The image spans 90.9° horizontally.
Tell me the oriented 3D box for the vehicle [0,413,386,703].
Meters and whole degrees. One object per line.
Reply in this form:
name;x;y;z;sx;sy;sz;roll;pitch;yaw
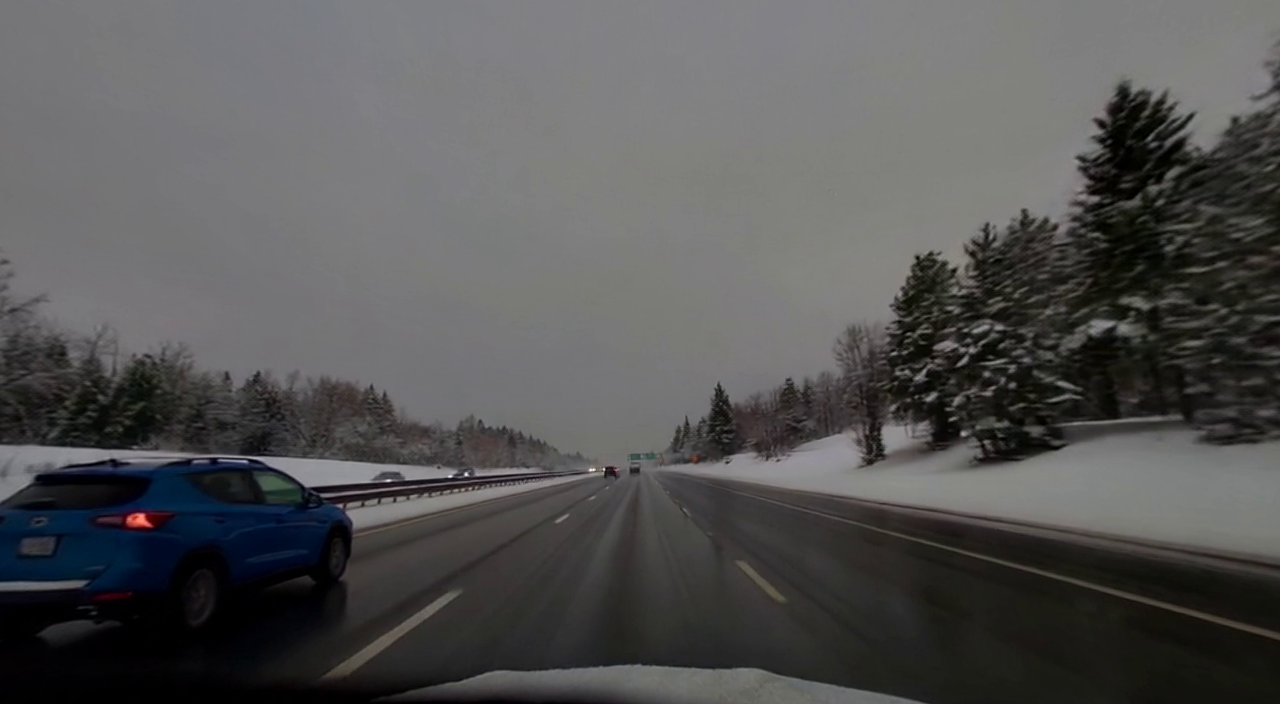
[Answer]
vehicle;-3.902;1.441;5.257;1.797;1.532;4.072;1;-10;0
